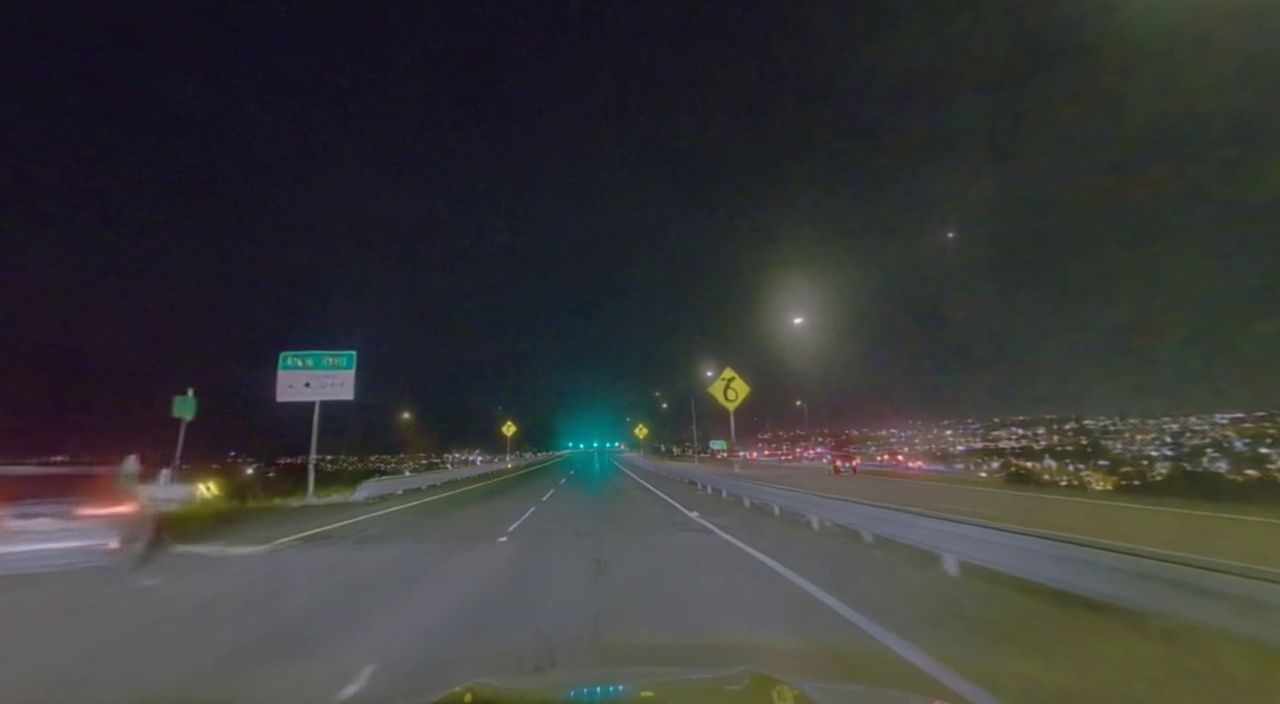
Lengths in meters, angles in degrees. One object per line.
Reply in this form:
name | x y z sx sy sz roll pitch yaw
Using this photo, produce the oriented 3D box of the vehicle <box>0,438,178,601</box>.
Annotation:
vehicle | -6.899 1.814 7.526 2.006 1.486 3.950 6 -11 -36
